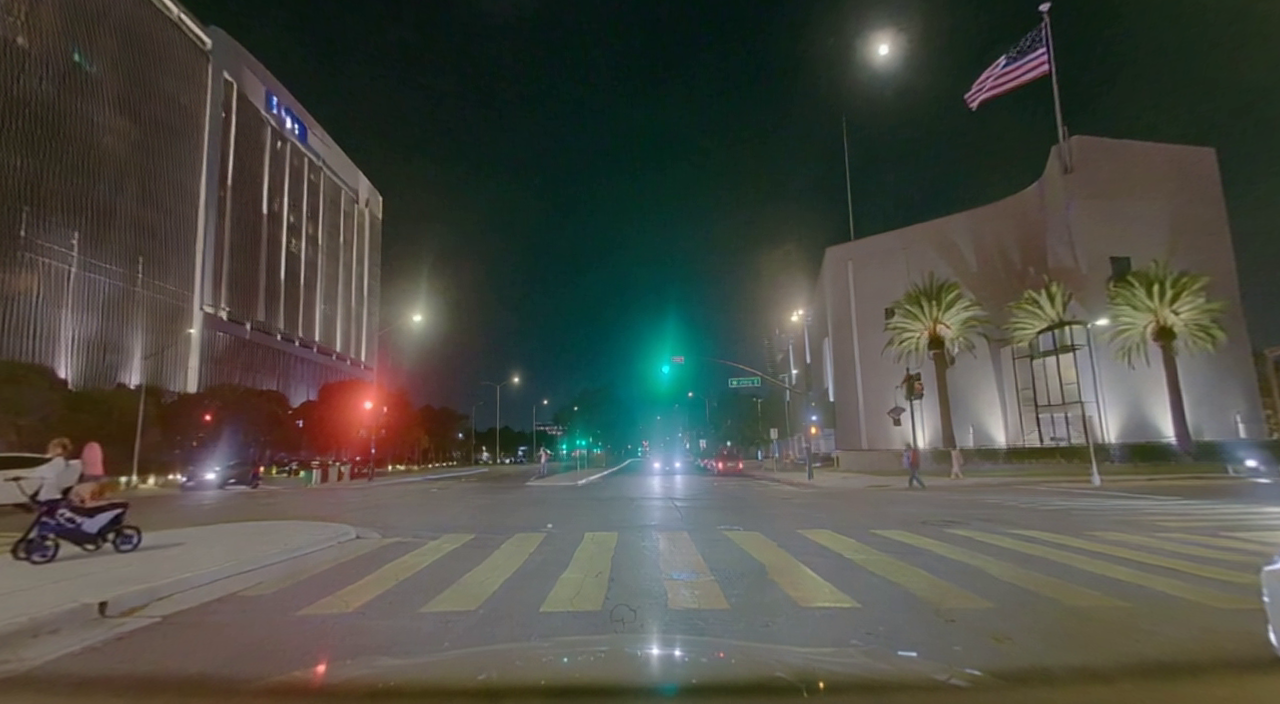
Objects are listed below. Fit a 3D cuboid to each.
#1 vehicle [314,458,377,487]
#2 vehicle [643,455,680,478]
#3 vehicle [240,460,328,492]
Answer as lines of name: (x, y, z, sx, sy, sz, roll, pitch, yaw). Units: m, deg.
vehicle: (-20.112, 8.231, 43.376, 2.043, 1.745, 4.420, -1, -9, 2)
vehicle: (1.483, 8.234, 45.710, 2.000, 1.525, 4.273, 1, -9, -8)
vehicle: (-19.892, 6.948, 35.583, 2.069, 1.540, 4.774, 0, -8, 2)
